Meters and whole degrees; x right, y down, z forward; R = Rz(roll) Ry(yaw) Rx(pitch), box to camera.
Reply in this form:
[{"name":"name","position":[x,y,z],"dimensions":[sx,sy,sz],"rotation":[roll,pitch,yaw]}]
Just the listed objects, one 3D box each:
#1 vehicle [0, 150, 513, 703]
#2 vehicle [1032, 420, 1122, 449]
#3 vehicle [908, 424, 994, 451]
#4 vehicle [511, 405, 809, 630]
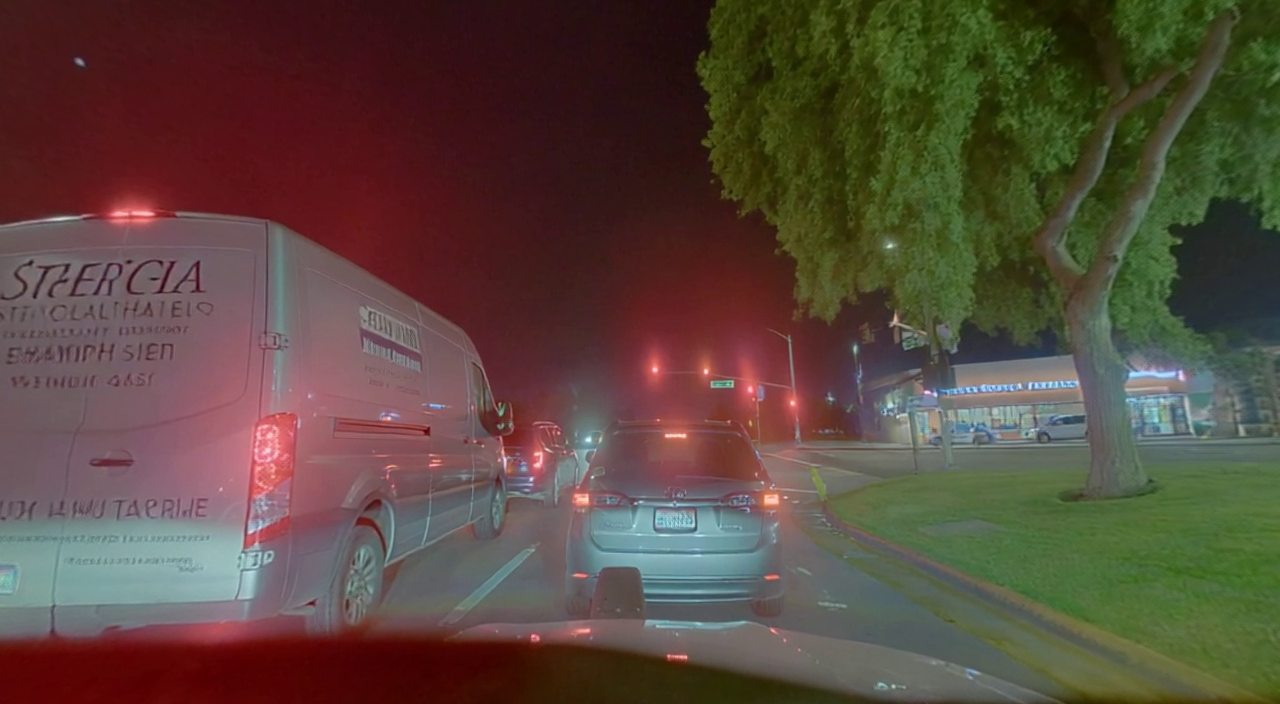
[{"name":"vehicle","position":[-3.099,0.881,5.845],"dimensions":[2.555,3.035,5.702],"rotation":[0,-8,0]},{"name":"vehicle","position":[32.025,6.056,46.182],"dimensions":[5.084,2.041,2.360],"rotation":[2,-9,-9]},{"name":"vehicle","position":[21.955,6.067,44.511],"dimensions":[5.021,1.848,2.210],"rotation":[1,-9,-9]},{"name":"vehicle","position":[0.304,1.642,7.287],"dimensions":[2.398,1.773,4.254],"rotation":[-1,-8,4]}]
